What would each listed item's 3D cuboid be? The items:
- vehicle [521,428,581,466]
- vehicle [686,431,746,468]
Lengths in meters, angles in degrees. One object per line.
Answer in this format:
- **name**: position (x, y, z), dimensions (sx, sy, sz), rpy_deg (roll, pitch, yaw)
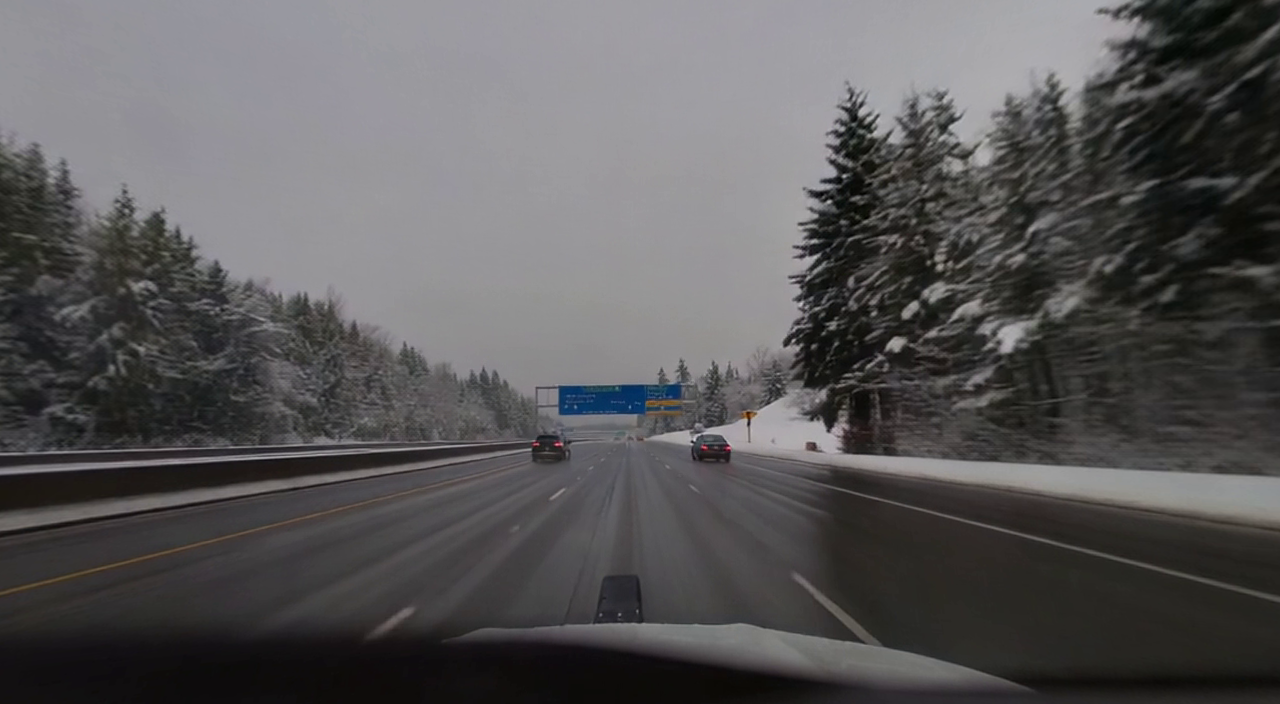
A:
- **vehicle**: position (-4.122, 4.482, 29.809), dimensions (2.219, 1.660, 4.153), rpy_deg (0, -8, 0)
- **vehicle**: position (3.427, 4.466, 29.083), dimensions (2.077, 1.523, 4.539), rpy_deg (0, -8, -2)
